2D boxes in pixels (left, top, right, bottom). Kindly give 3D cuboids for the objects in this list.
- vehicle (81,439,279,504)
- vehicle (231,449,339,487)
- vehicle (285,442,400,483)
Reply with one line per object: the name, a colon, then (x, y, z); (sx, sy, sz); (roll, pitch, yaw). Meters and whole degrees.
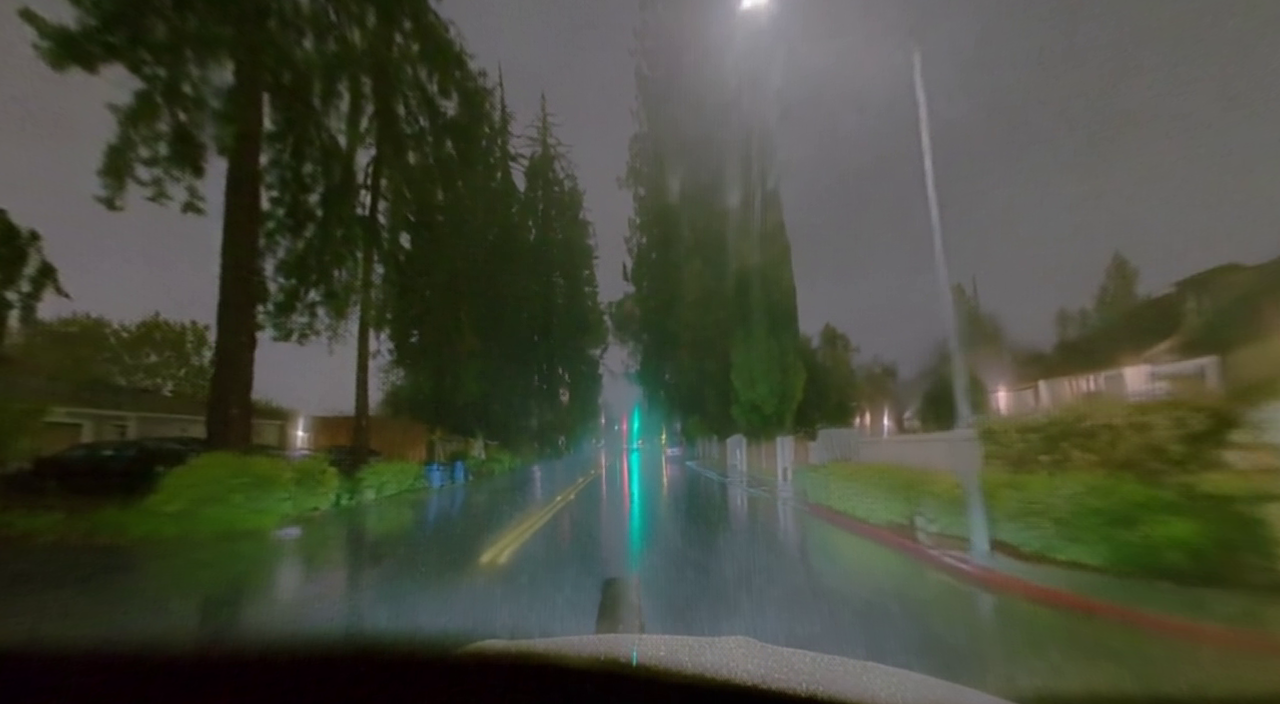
vehicle: (-14.990, 3.838, 20.897); (2.066, 1.852, 4.782); (-6, -10, 33)
vehicle: (-15.473, 5.017, 27.521); (4.273, 1.459, 2.000); (-5, -9, 27)
vehicle: (-14.332, 5.266, 30.368); (5.275, 1.807, 2.279); (-5, -9, 29)
